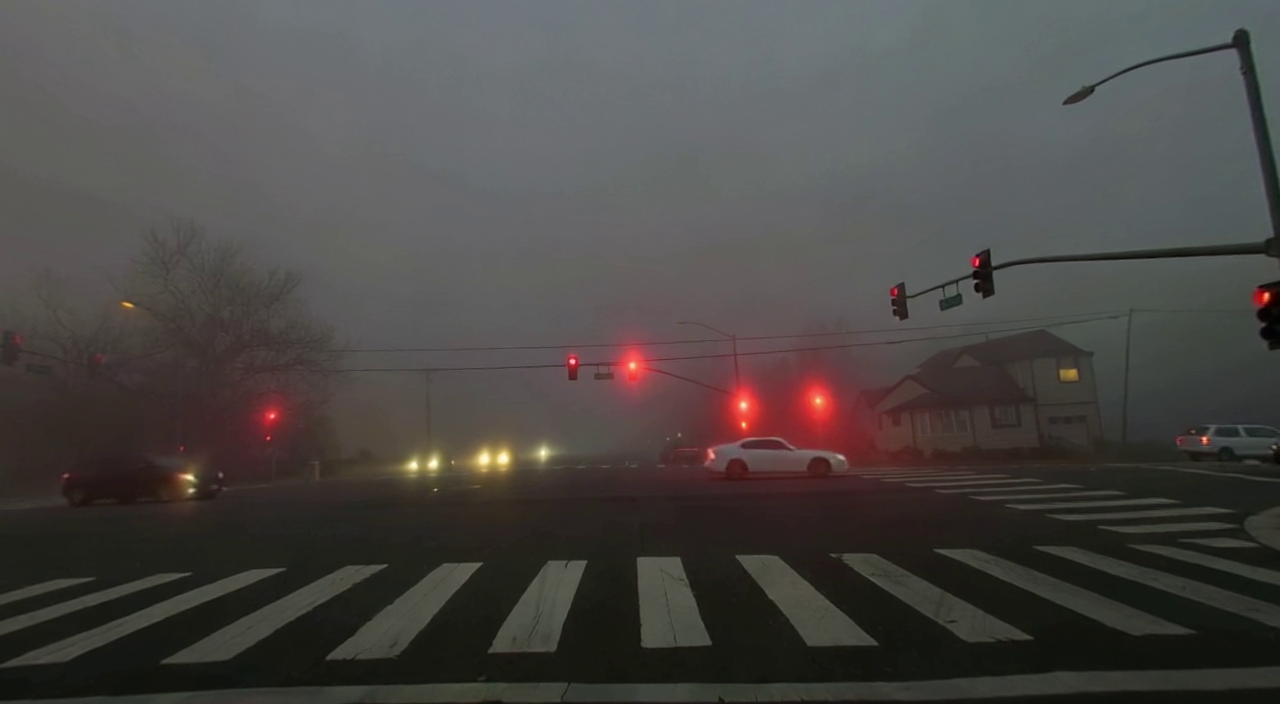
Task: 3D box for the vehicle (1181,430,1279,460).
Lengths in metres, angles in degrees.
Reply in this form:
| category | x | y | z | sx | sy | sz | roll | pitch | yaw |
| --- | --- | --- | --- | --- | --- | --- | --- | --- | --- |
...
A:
| category | x | y | z | sx | sy | sz | roll | pitch | yaw |
| --- | --- | --- | --- | --- | --- | --- | --- | --- | --- |
| vehicle | 31.333 | 4.882 | 33.015 | 4.318 | 1.488 | 1.870 | 0 | -9 | -1 |

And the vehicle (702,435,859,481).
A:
| category | x | y | z | sx | sy | sz | roll | pitch | yaw |
| --- | --- | --- | --- | --- | --- | --- | --- | --- | --- |
| vehicle | 4.645 | 3.589 | 21.506 | 4.823 | 1.449 | 2.017 | 0 | -9 | -1 |

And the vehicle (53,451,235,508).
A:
| category | x | y | z | sx | sy | sz | roll | pitch | yaw |
| --- | --- | --- | --- | --- | --- | --- | --- | --- | --- |
| vehicle | -16.498 | 4.239 | 21.189 | 4.431 | 1.739 | 1.935 | -1 | -9 | 1 |

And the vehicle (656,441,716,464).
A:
| category | x | y | z | sx | sy | sz | roll | pitch | yaw |
| --- | --- | --- | --- | --- | --- | --- | --- | --- | --- |
| vehicle | 3.177 | 7.102 | 44.908 | 1.932 | 1.539 | 4.873 | 4 | -10 | -28 |

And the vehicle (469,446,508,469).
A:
| category | x | y | z | sx | sy | sz | roll | pitch | yaw |
| --- | --- | --- | --- | --- | --- | --- | --- | --- | --- |
| vehicle | -10.686 | 7.454 | 44.768 | 1.881 | 1.509 | 3.377 | 0 | -9 | 1 |
